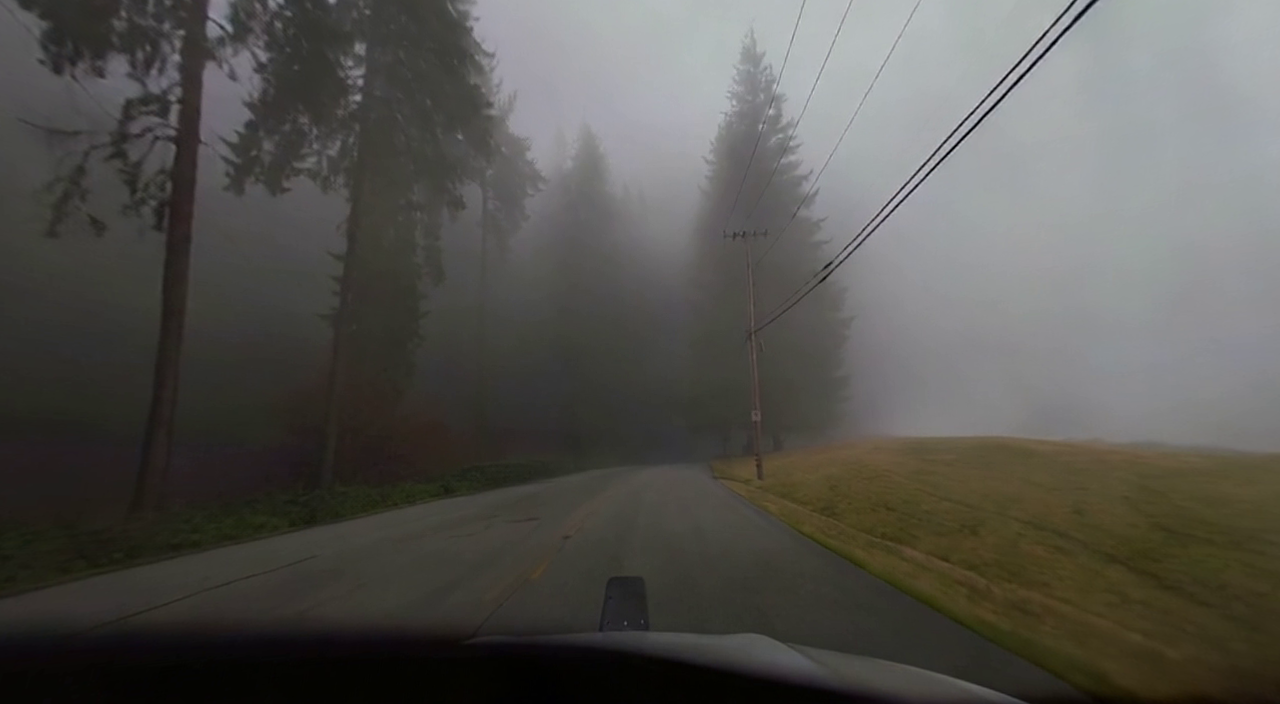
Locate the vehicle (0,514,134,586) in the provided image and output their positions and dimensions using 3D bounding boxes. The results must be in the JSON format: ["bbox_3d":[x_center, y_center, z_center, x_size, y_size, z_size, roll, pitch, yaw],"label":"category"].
[{"bbox_3d":[-18.926,6.231,20.082,4.018,1.791,1.978,-1,-7,7],"label":"vehicle"}]
